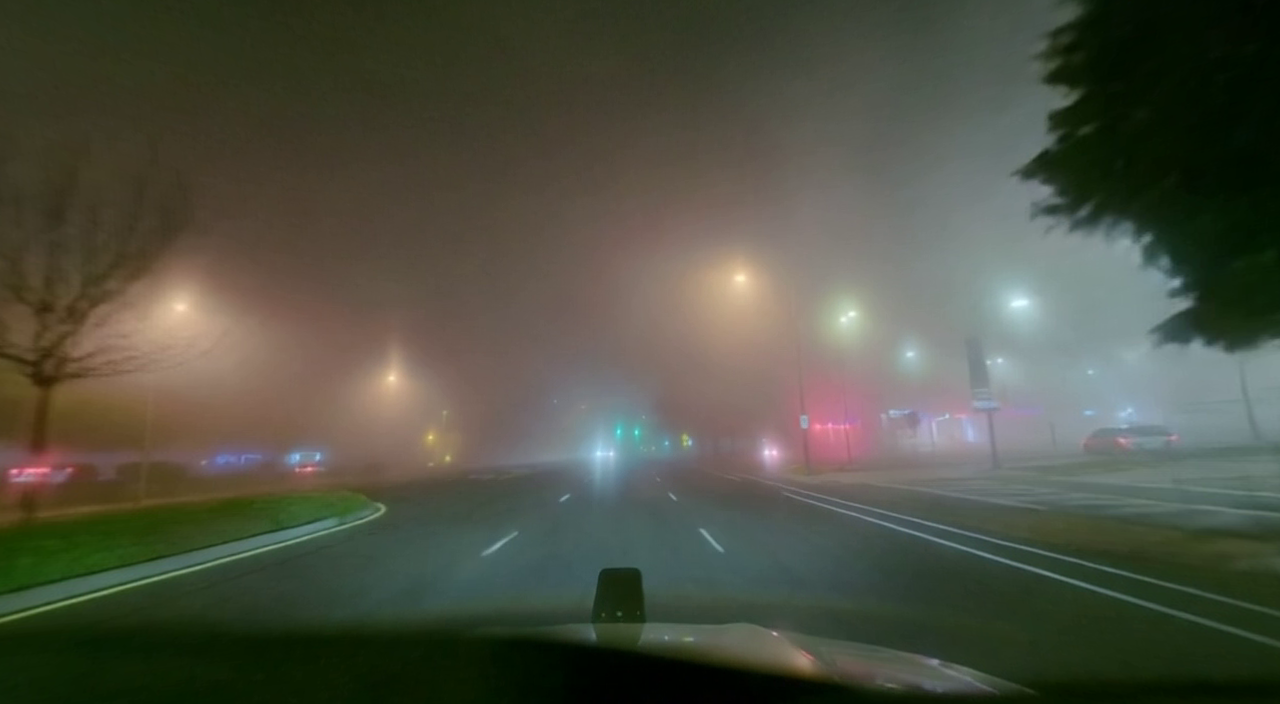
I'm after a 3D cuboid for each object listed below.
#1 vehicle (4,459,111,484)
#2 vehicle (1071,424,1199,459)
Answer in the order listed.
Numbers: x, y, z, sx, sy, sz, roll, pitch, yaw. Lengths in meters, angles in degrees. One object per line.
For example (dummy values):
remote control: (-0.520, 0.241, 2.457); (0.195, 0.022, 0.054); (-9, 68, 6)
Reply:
vehicle: (-37.450, 7.697, 40.693); (4.880, 1.495, 2.001); (0, -9, 1)
vehicle: (22.291, 4.092, 28.723); (1.834, 1.444, 4.703); (0, -9, -3)
